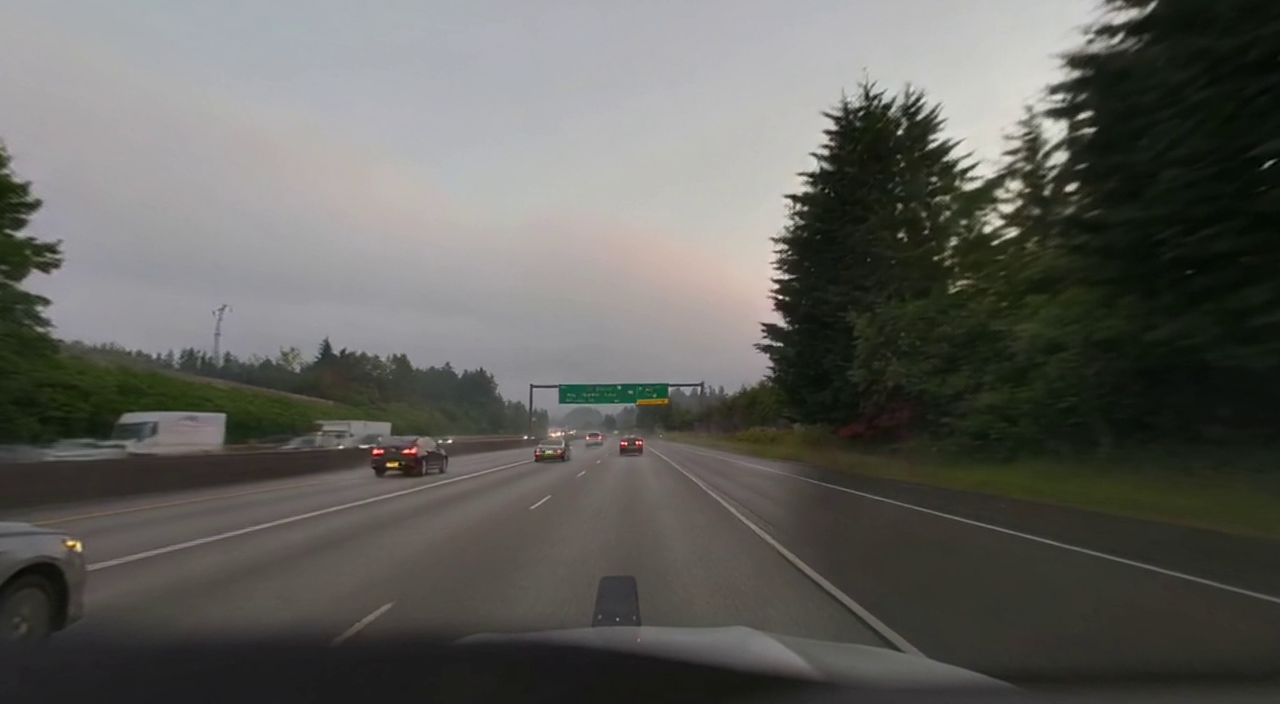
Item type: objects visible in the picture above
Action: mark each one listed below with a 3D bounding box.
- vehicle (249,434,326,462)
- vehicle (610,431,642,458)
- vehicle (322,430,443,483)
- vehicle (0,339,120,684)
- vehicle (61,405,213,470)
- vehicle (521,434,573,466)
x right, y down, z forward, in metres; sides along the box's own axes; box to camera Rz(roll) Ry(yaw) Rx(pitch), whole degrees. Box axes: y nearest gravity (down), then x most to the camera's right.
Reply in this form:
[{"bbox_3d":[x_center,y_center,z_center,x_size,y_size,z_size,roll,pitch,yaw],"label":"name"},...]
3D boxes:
[{"bbox_3d":[-20.249,5.526,36.342,1.847,1.499,4.499,0,-8,1],"label":"vehicle"},{"bbox_3d":[-0.867,5.912,40.353,2.002,1.611,3.778,0,-8,0],"label":"vehicle"},{"bbox_3d":[-8.335,3.393,20.929,1.953,1.524,4.863,0,-8,0],"label":"vehicle"},{"bbox_3d":[-4.378,0.652,1.833,1.971,1.822,4.366,0,-8,-1],"label":"vehicle"},{"bbox_3d":[-24.784,4.266,31.460,2.450,2.899,6.156,0,-8,-1],"label":"vehicle"},{"bbox_3d":[-4.440,4.713,30.548,1.909,1.445,4.087,0,-8,0],"label":"vehicle"}]
